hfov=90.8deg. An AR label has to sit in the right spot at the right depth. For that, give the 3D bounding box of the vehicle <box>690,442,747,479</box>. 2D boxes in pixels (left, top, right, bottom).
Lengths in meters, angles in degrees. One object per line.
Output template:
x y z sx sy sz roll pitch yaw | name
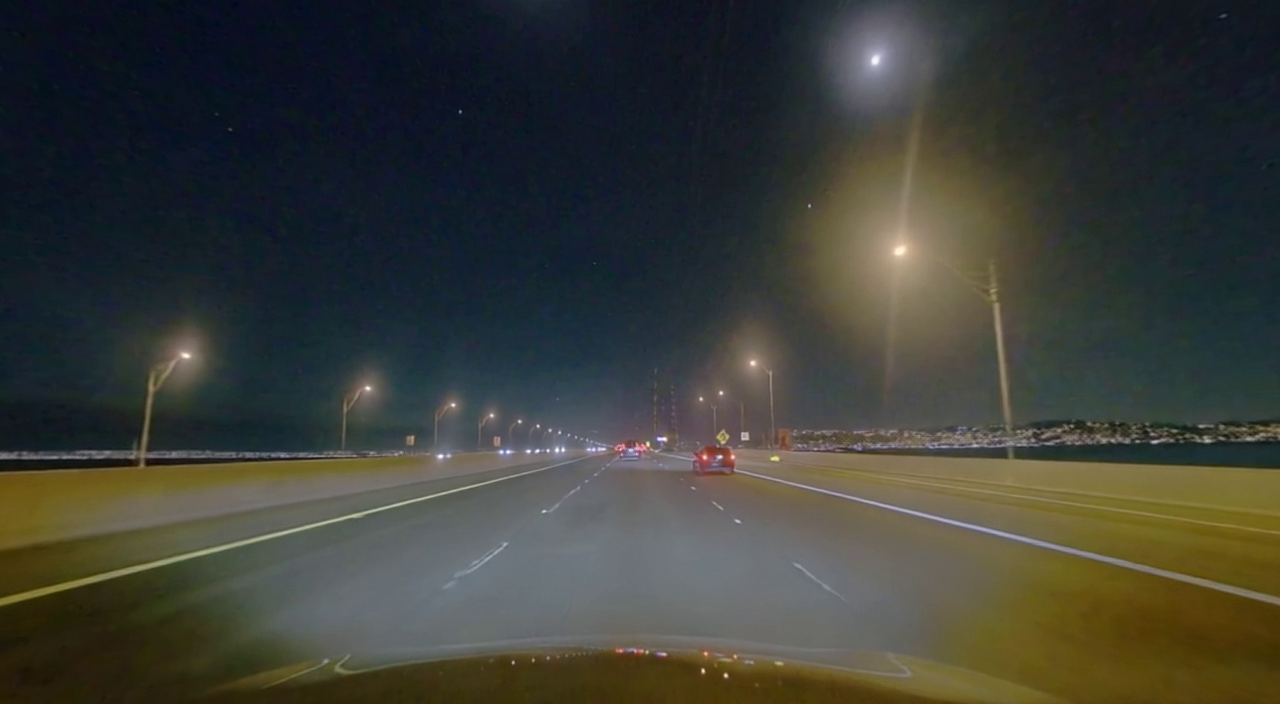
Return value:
3.423 4.807 28.323 1.890 1.490 4.373 0 -8 -1 | vehicle
